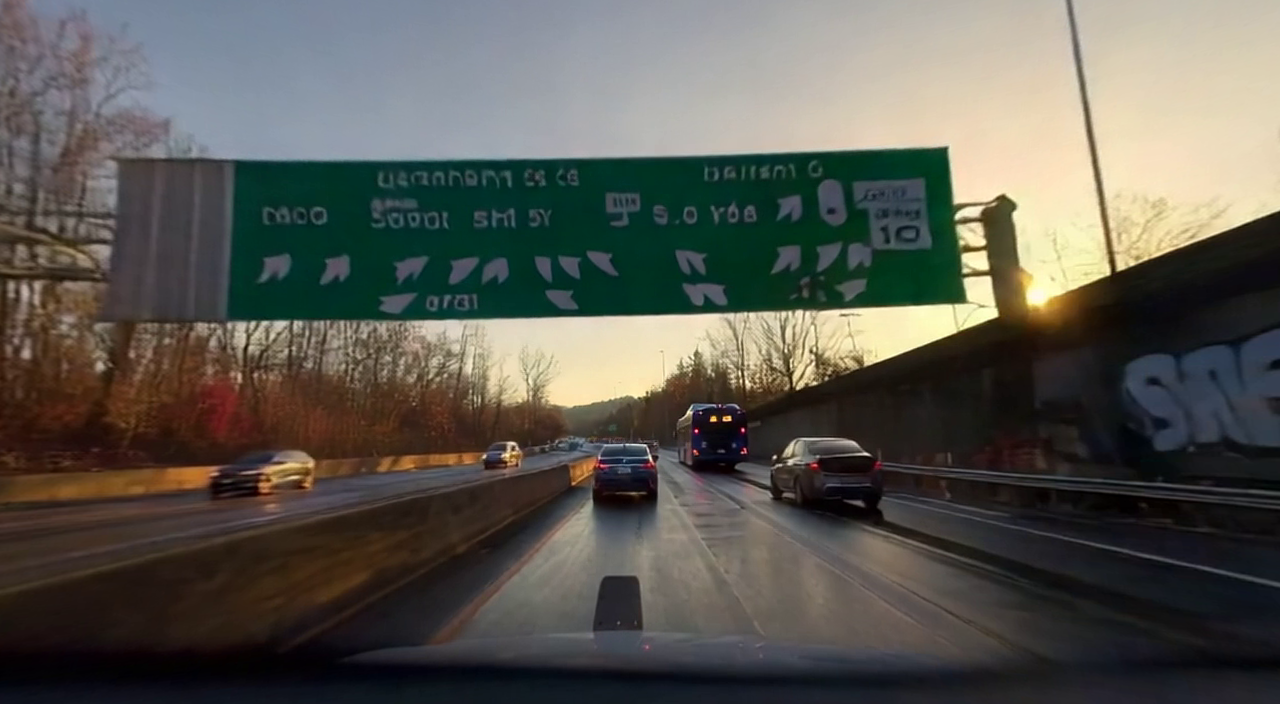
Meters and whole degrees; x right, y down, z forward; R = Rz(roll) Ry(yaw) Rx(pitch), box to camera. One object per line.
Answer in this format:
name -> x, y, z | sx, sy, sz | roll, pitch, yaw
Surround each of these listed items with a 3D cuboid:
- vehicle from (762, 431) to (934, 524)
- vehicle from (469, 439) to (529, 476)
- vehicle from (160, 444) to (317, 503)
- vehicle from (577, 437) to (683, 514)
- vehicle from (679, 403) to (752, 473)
vehicle -> 3.841, 2.393, 12.410 | 1.995, 1.507, 3.915 | 0, -9, -1
vehicle -> -8.287, 6.256, 37.378 | 2.319, 1.983, 4.918 | -1, -9, 1
vehicle -> -12.812, 3.885, 20.442 | 2.090, 1.680, 4.456 | -1, -9, 1
vehicle -> -0.223, 2.854, 14.931 | 2.160, 1.532, 4.073 | 0, -9, 0
vehicle -> 4.151, 5.263, 37.587 | 3.055, 3.479, 12.521 | -1, -9, 1
